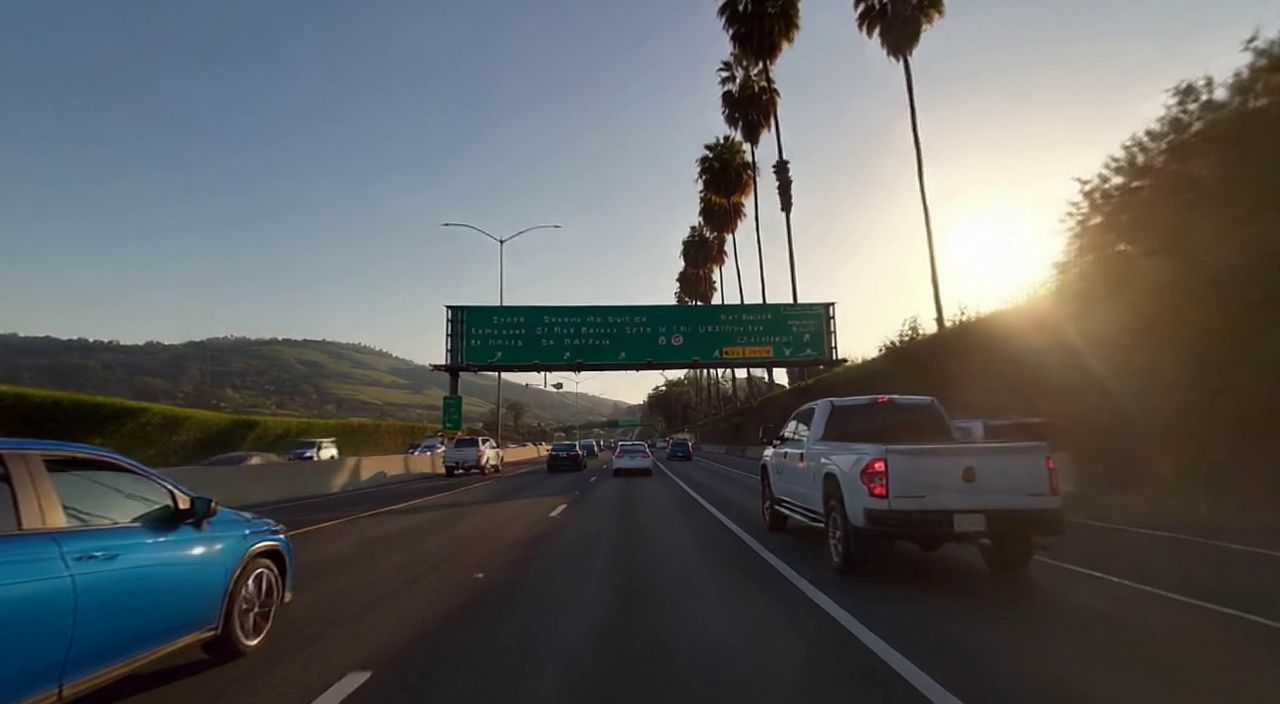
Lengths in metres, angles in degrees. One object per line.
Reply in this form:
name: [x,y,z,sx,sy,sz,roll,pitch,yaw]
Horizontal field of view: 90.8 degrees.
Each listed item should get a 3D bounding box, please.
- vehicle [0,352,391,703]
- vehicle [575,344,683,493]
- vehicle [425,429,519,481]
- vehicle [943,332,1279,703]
vehicle: [-3.215,1.052,3.630,1.885,1.654,4.103,0,-9,0]
vehicle: [-0.167,2.607,22.610,2.906,4.040,10.743,-1,-9,1]
vehicle: [-6.838,4.293,26.551,2.344,1.954,5.579,0,-9,1]
vehicle: [3.174,0.634,2.155,1.859,1.416,4.695,0,-9,-1]
